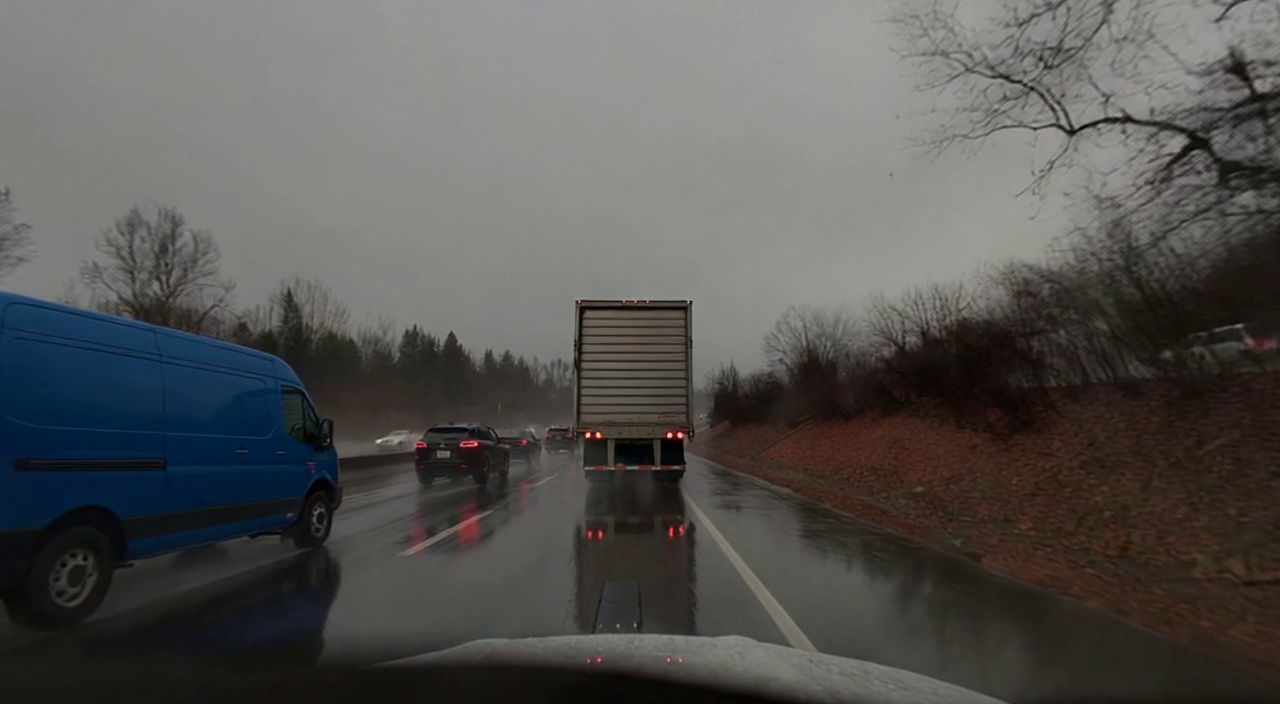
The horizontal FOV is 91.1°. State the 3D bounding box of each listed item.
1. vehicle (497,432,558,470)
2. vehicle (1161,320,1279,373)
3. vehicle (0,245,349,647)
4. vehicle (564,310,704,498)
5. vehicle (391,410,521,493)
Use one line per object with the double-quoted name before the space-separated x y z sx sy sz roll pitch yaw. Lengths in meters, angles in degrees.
"vehicle" -4.901 4.371 28.041 1.931 1.539 4.441 0 -8 0
"vehicle" 26.698 -0.147 28.847 2.034 1.625 4.809 5 -7 8
"vehicle" -5.278 0.847 5.856 2.478 2.515 5.438 0 -8 0
"vehicle" -0.106 1.749 18.544 2.953 4.041 10.072 0 -8 0
"vehicle" -4.932 2.751 17.760 2.168 1.985 4.952 0 -8 0
